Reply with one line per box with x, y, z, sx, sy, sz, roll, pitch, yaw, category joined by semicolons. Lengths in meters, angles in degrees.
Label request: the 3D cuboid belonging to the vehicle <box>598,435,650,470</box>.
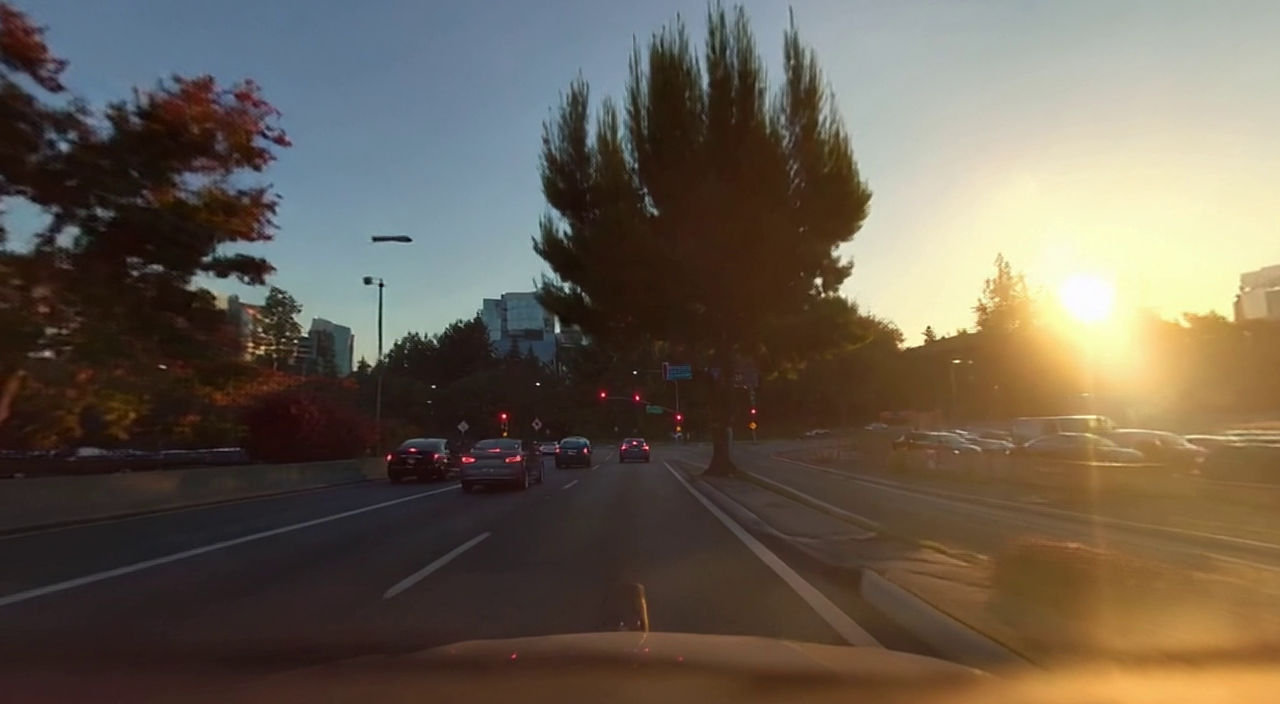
-0.709;4.689;29.722;2.231;1.481;4.489;0;-8;0;vehicle

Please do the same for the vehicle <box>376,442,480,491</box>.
-6.948;3.771;21.283;1.852;1.458;4.422;-1;-8;2;vehicle

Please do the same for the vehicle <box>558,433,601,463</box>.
-3.733;6.002;39.496;2.144;1.732;4.279;0;-8;2;vehicle

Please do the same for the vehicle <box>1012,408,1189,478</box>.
14.950;2.940;20.490;5.394;1.994;2.228;4;-9;-26;vehicle

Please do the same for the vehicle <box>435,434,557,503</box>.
-3.425;2.870;16.005;1.920;1.480;4.549;0;-8;1;vehicle
